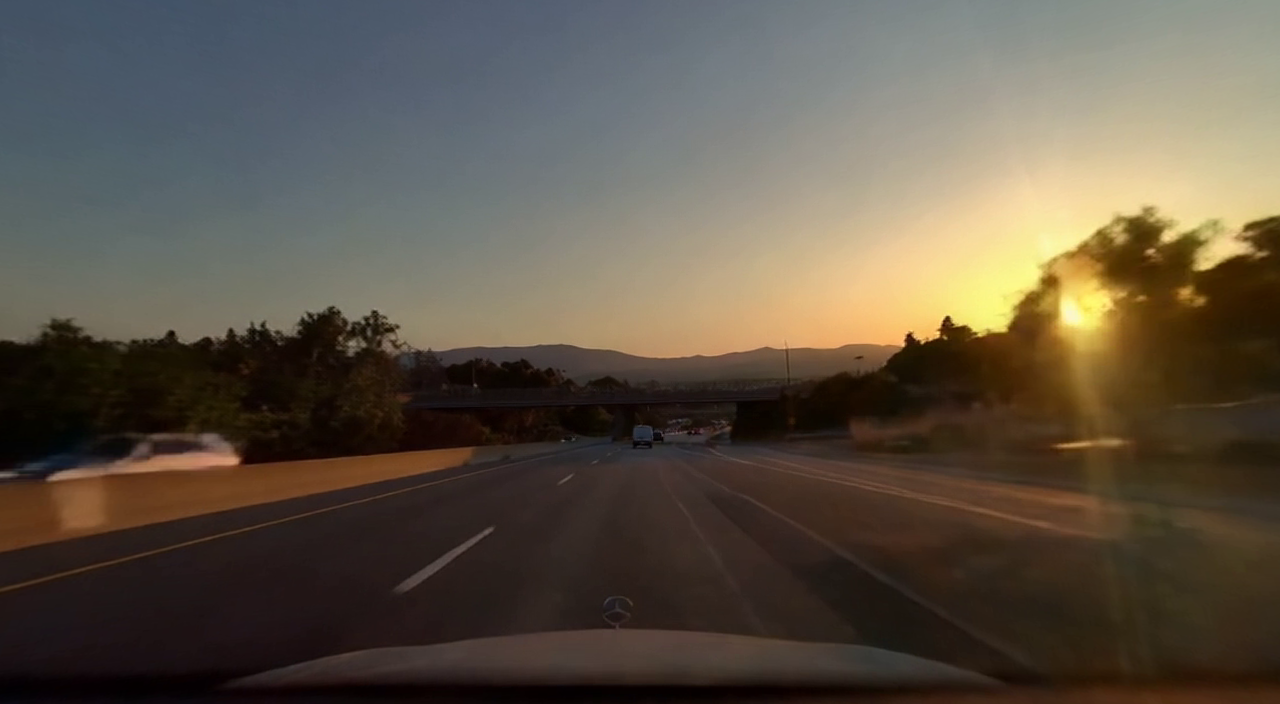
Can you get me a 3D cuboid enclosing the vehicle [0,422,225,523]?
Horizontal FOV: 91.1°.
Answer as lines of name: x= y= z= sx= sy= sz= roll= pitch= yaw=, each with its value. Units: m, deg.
vehicle: x=-11.130 y=2.321 z=12.826 sx=2.008 sy=1.649 sz=4.942 roll=0 pitch=-8 yaw=-1
